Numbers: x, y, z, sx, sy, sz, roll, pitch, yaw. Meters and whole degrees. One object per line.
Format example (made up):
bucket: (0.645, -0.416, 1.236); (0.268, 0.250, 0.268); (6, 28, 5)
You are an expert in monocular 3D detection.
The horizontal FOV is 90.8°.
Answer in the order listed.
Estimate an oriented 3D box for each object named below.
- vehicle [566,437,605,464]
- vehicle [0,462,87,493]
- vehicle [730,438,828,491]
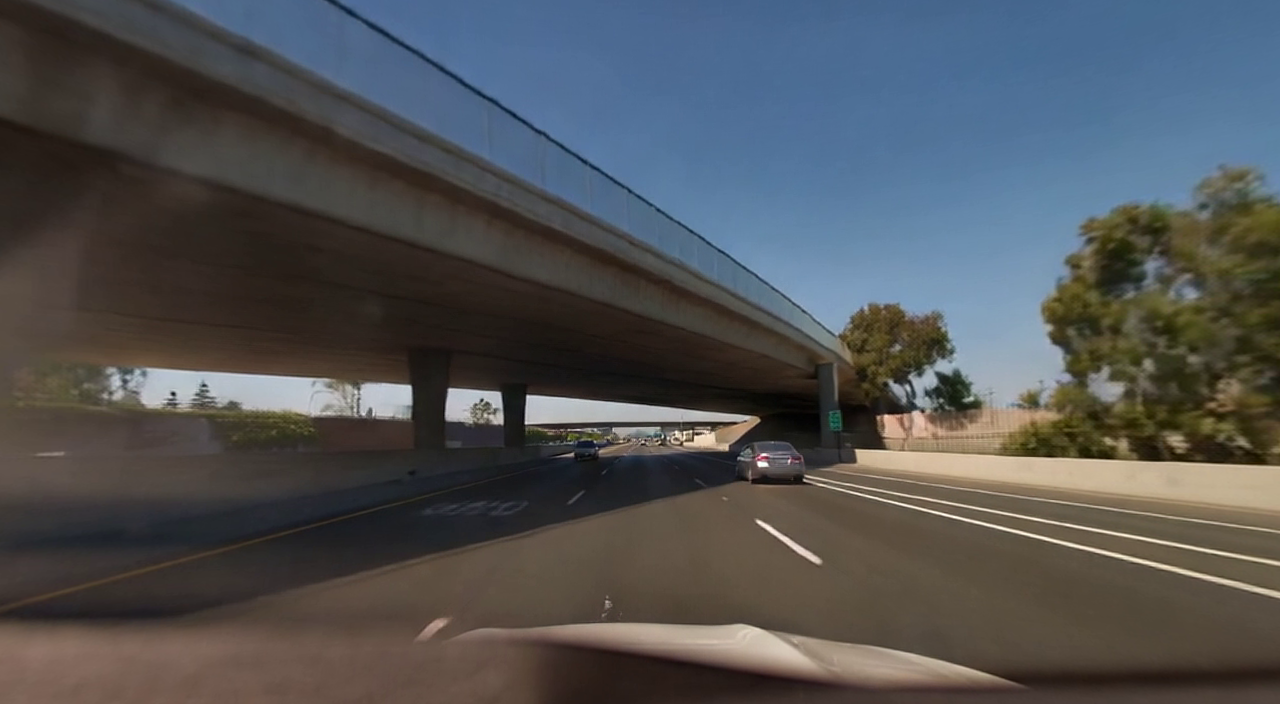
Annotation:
vehicle: (-3.405, 6.307, 40.526); (2.048, 1.618, 4.424); (0, -9, 1)
vehicle: (-36.360, 7.502, 38.032); (1.945, 1.591, 4.590); (0, -8, 0)
vehicle: (4.250, 3.515, 20.129); (2.060, 1.485, 4.274); (0, -9, -1)
